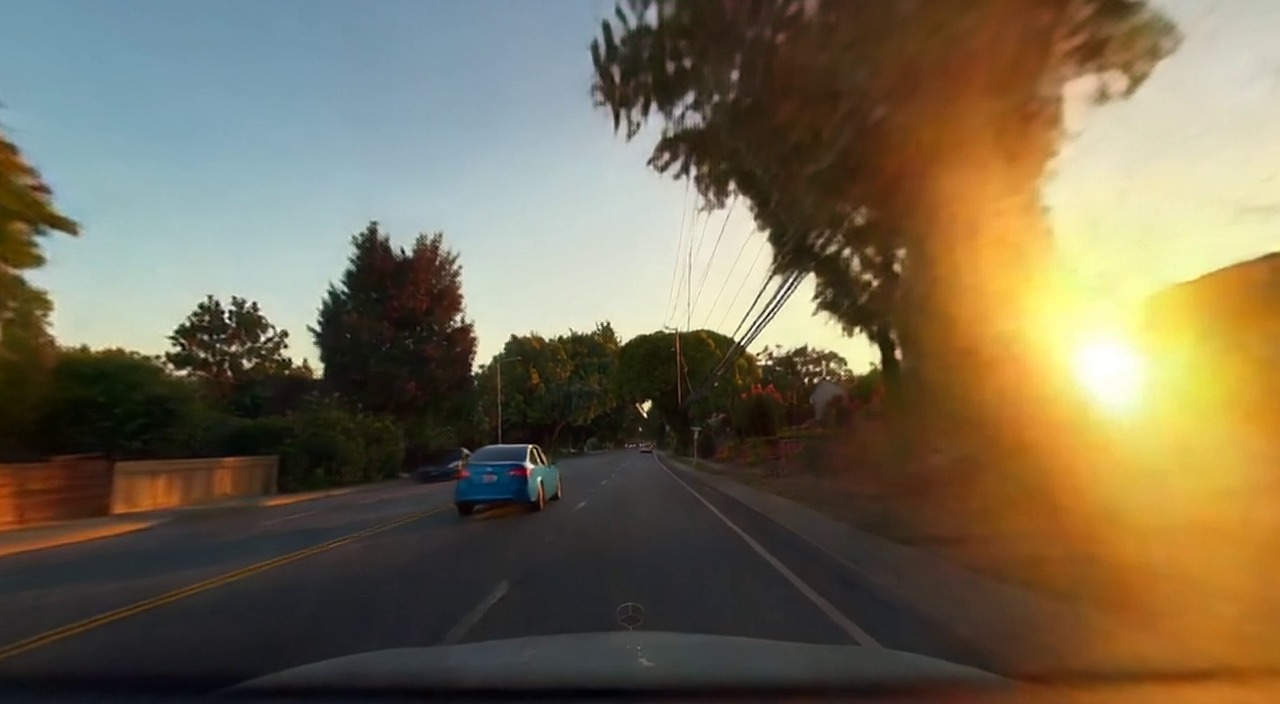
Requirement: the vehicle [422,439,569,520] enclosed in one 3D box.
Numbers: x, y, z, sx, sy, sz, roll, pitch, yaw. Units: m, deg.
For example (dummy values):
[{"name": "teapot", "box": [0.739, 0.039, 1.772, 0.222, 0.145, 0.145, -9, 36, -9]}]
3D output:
[{"name": "vehicle", "box": [-3.031, 2.785, 14.506, 2.085, 1.512, 5.023, 0, -8, 1]}]
